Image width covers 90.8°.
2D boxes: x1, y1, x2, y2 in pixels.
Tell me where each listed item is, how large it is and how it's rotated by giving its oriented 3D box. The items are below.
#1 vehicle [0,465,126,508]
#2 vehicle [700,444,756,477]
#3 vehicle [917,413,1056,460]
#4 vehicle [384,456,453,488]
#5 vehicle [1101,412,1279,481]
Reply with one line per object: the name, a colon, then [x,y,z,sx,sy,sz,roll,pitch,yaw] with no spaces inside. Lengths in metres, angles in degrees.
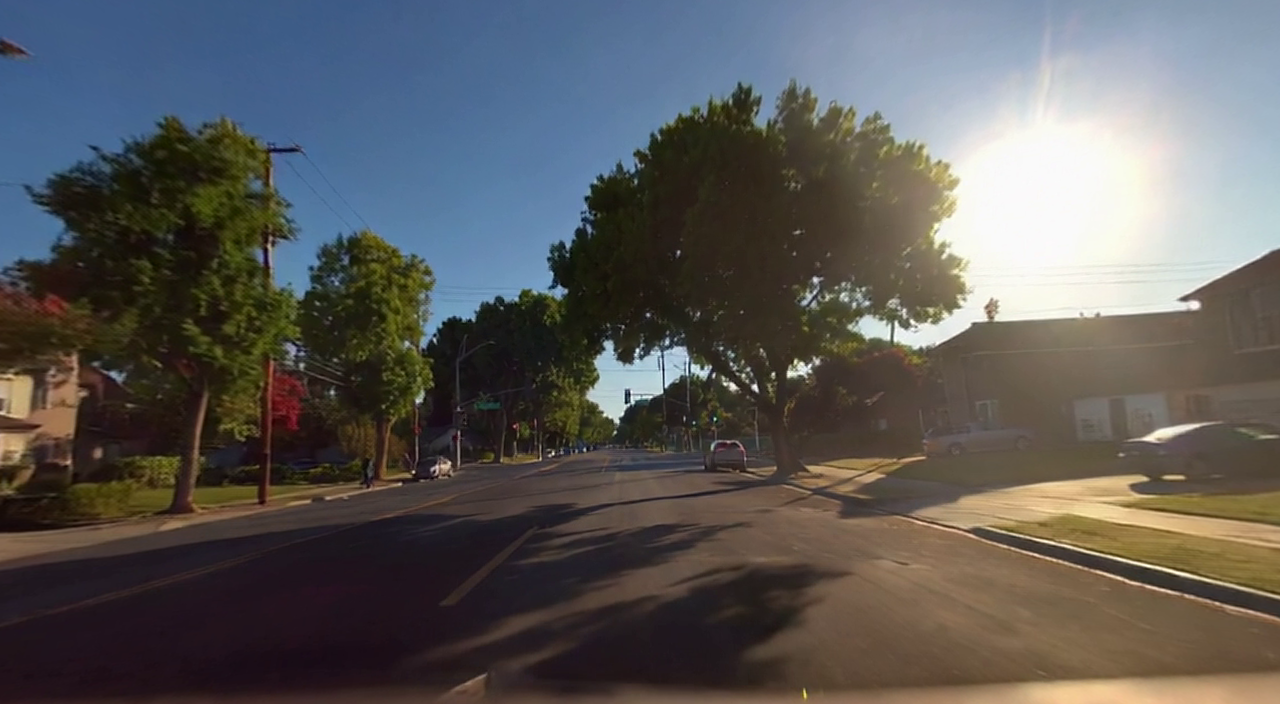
vehicle: [-23.660,5.442,25.753,3.775,1.531,1.847,-1,-8,-1]
vehicle: [4.228,5.311,31.135,1.963,1.477,4.804,0,-9,-1]
vehicle: [14.333,3.533,26.339,4.500,1.875,2.046,0,-9,-1]
vehicle: [-11.829,6.427,34.063,2.029,1.550,4.562,0,-9,1]
vehicle: [13.450,2.135,14.302,4.564,1.437,1.796,0,-9,0]
